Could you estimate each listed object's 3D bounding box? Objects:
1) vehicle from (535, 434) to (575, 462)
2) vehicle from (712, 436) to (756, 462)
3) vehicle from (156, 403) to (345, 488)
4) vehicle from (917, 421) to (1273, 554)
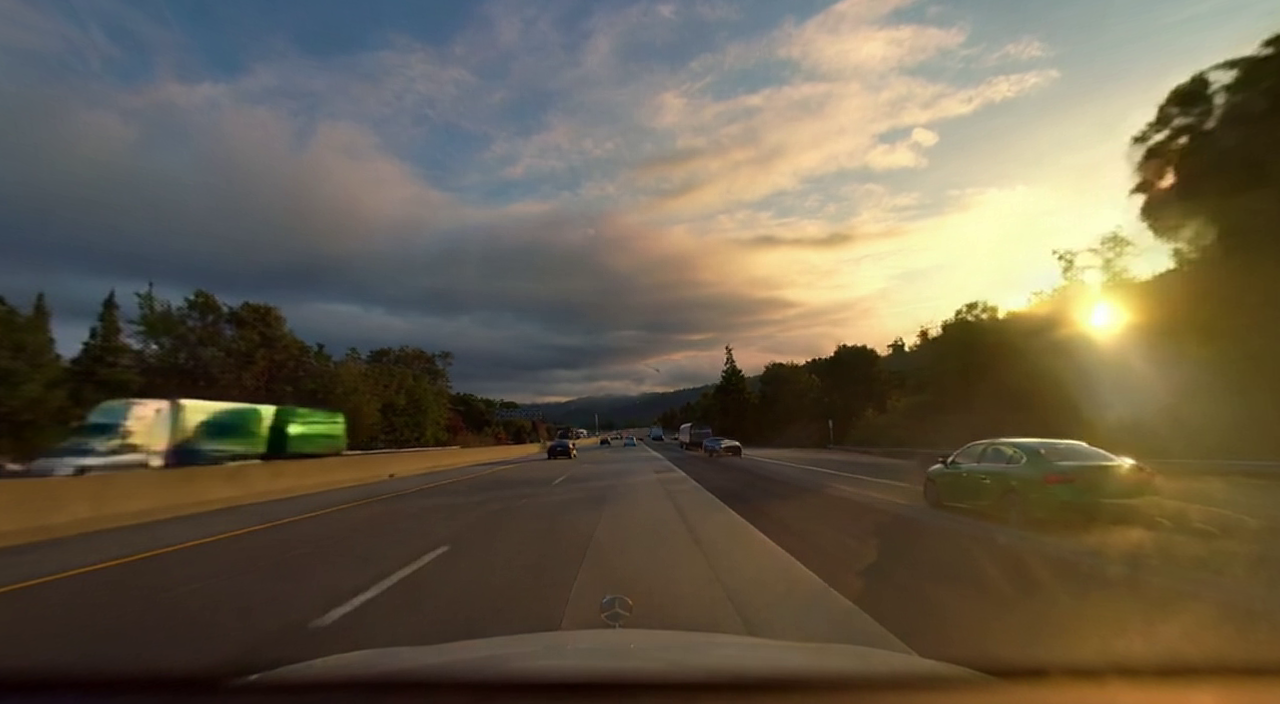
[{"bbox_3d":[-5.112,5.797,38.306,1.966,1.570,3.859,0,-8,-1],"label":"vehicle"},{"bbox_3d":[5.512,5.719,37.424,1.920,1.436,3.890,0,-8,-2],"label":"vehicle"},{"bbox_3d":[-13.688,3.361,23.023,2.436,2.595,7.097,0,-8,-1],"label":"vehicle"},{"bbox_3d":[6.129,1.823,9.334,2.028,1.488,4.236,0,-8,-1],"label":"vehicle"}]
